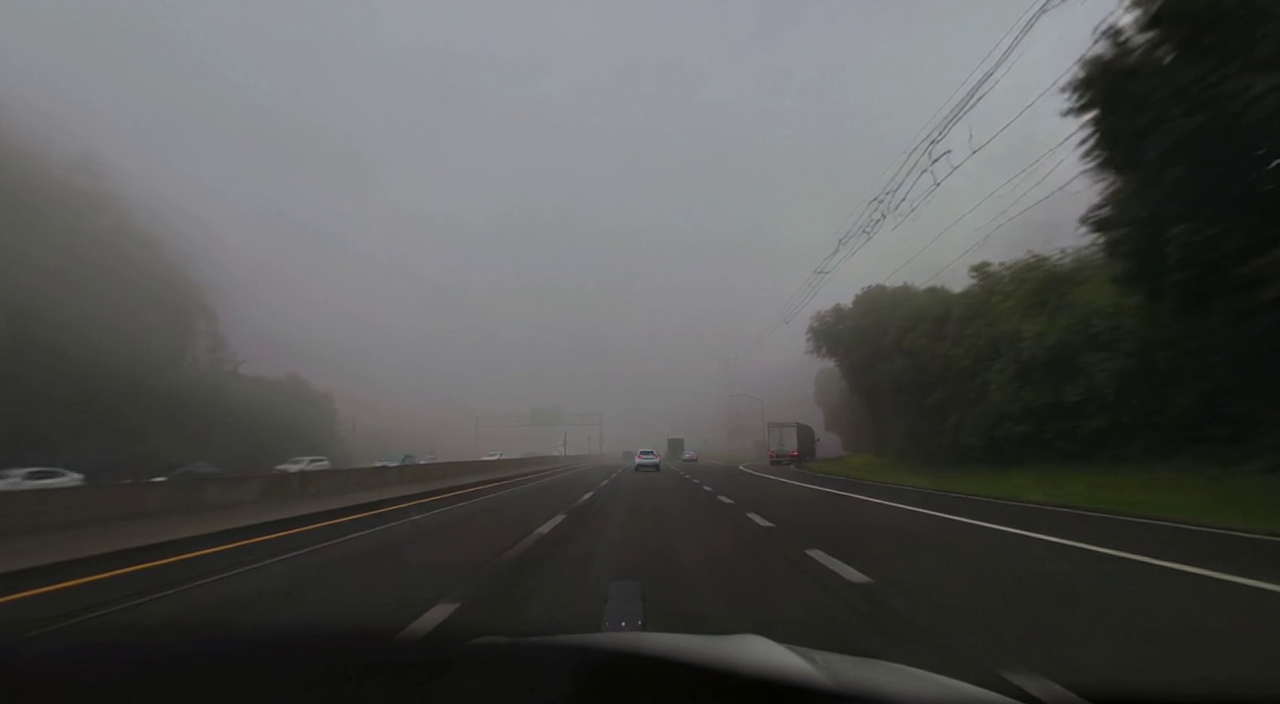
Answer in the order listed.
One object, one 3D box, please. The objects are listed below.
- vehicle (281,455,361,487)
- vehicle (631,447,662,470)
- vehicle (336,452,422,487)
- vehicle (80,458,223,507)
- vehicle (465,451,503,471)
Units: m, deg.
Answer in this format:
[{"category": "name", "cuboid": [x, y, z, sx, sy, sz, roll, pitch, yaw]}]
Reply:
[{"category": "vehicle", "cuboid": [-16.016, 5.975, 31.901, 1.800, 1.446, 4.274, 0, -9, 0]}, {"category": "vehicle", "cuboid": [0.479, 7.601, 45.142, 2.111, 1.599, 3.859, 0, -9, 1]}, {"category": "vehicle", "cuboid": [-11.604, 5.219, 28.382, 1.903, 1.432, 4.475, 0, -9, 0]}, {"category": "vehicle", "cuboid": [-18.991, 5.055, 24.858, 1.801, 1.638, 4.739, 0, -9, 0]}, {"category": "vehicle", "cuboid": [-11.837, 8.305, 48.048, 1.801, 1.424, 4.135, 0, -9, 1]}]
